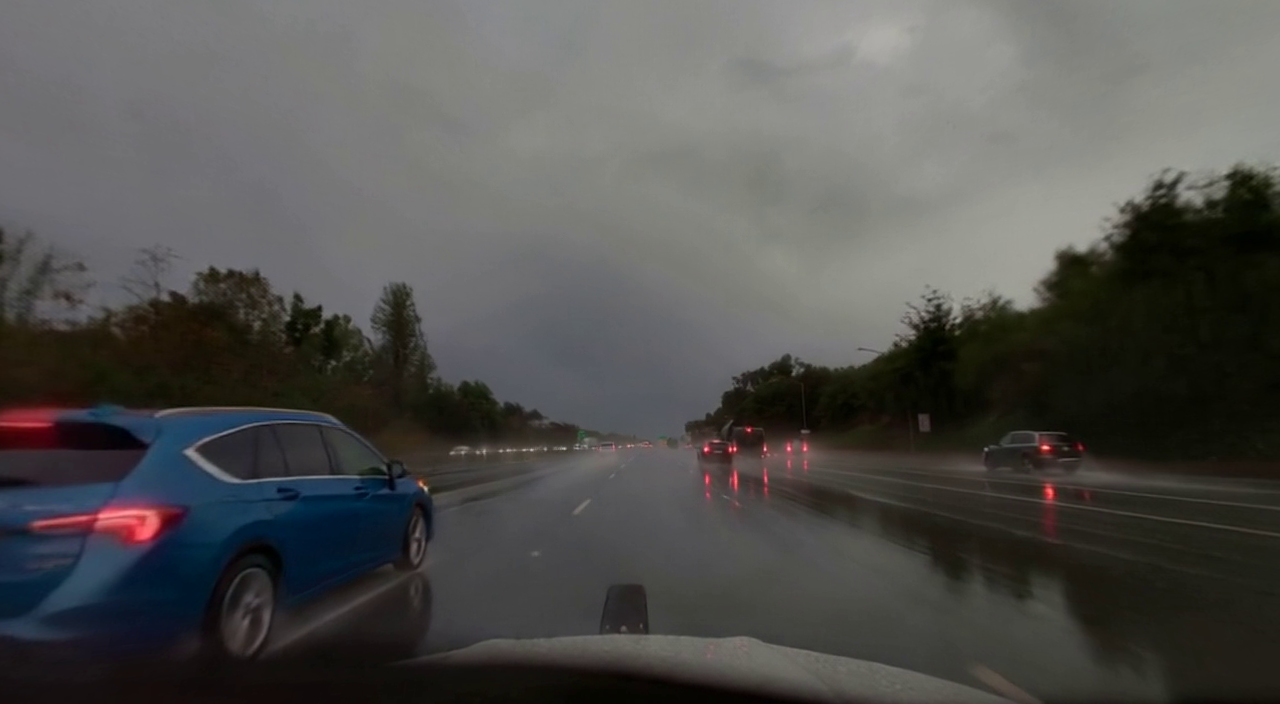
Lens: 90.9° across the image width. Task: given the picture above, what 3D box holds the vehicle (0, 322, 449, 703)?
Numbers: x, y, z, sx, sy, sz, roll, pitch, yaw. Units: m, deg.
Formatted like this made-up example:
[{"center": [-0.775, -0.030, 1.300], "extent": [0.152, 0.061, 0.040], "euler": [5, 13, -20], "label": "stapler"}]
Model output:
[{"center": [-3.441, 1.152, 4.889], "extent": [2.218, 1.764, 5.229], "euler": [0, -9, 1], "label": "vehicle"}]

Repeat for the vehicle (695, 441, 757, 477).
[{"center": [3.767, 4.805, 28.584], "extent": [2.080, 1.493, 4.674], "euler": [0, -9, -1], "label": "vehicle"}]

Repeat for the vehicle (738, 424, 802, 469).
[{"center": [8.036, 5.924, 39.571], "extent": [2.729, 2.628, 4.875], "euler": [0, -9, -2], "label": "vehicle"}]

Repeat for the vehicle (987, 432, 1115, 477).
[{"center": [20.059, 5.038, 31.213], "extent": [2.221, 1.995, 5.803], "euler": [0, -9, -3], "label": "vehicle"}]
